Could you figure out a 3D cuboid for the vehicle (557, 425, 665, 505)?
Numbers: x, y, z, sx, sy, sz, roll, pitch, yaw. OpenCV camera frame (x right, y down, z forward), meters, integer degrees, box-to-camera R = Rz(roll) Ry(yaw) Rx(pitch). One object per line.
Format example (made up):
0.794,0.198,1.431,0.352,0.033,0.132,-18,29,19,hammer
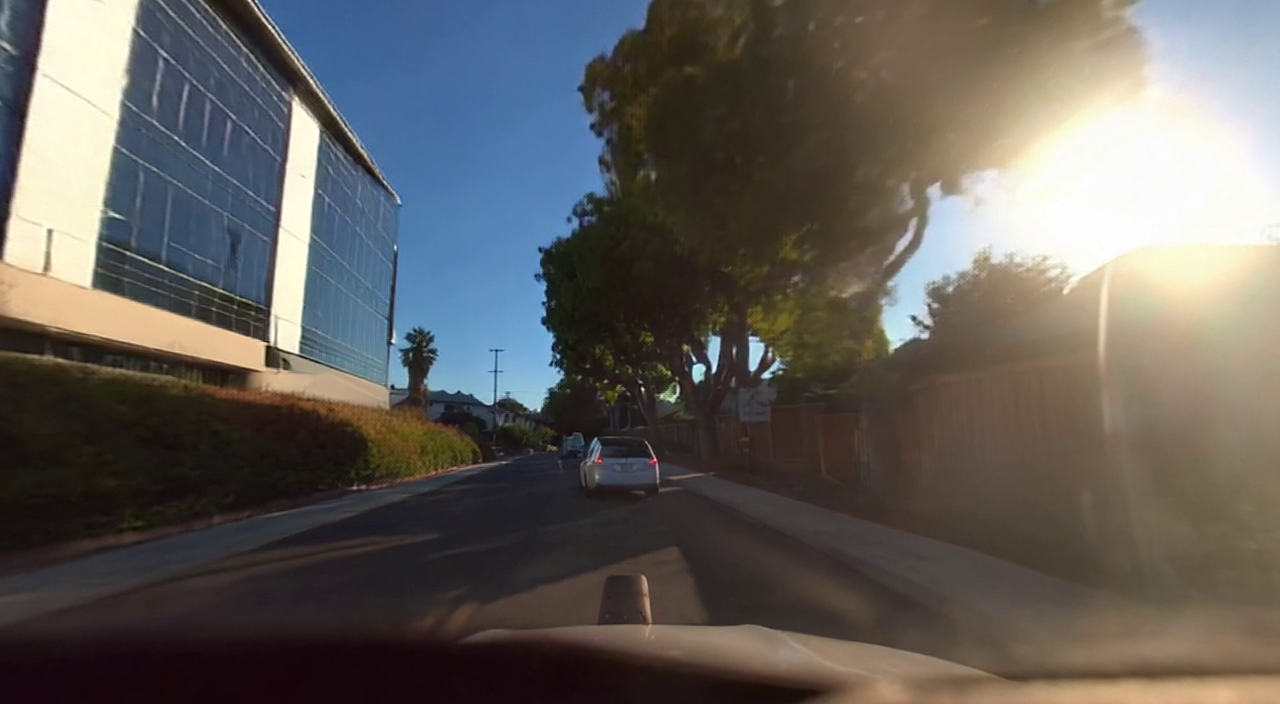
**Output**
-0.688,2.422,14.006,2.060,1.487,3.920,0,-8,-4,vehicle
